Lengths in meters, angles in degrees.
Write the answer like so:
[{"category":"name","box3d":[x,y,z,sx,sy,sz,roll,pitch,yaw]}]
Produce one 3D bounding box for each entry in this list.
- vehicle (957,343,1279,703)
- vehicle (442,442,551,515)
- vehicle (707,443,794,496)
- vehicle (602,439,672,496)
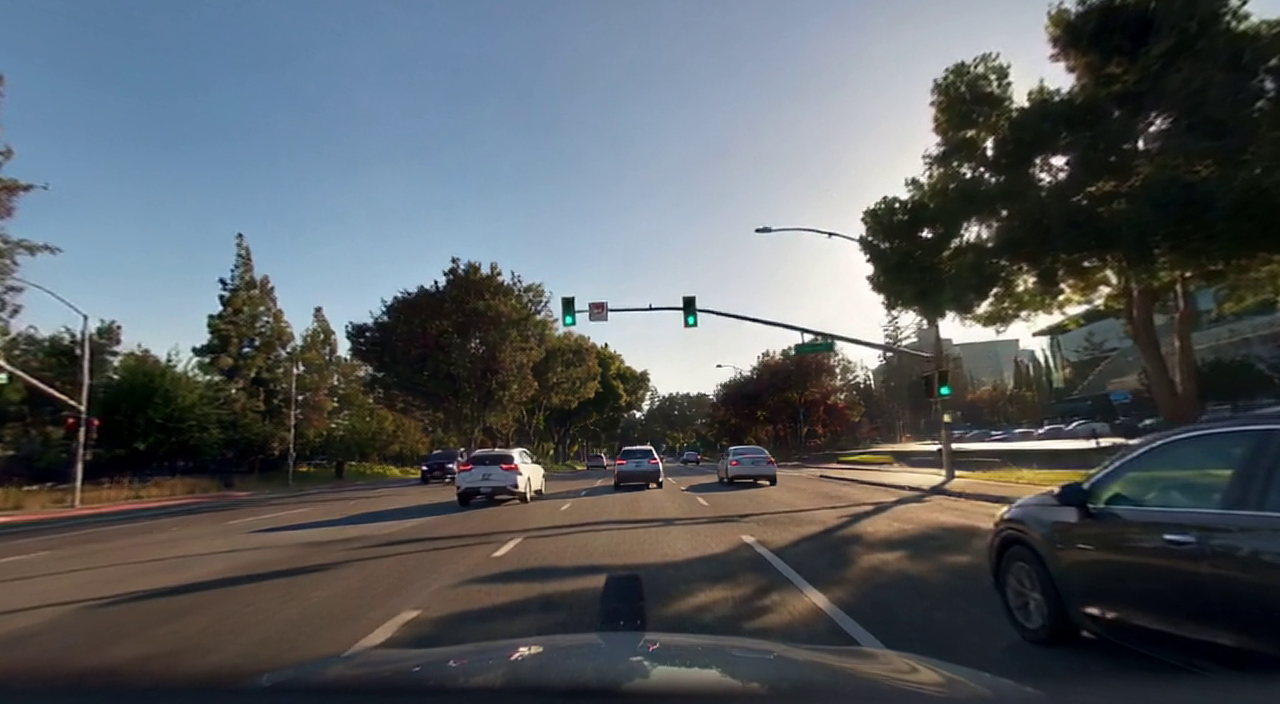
[{"category":"vehicle","box3d":[3.283,0.763,2.030,2.069,1.644,4.714,-1,-8,0]},{"category":"vehicle","box3d":[-3.528,3.154,16.311,1.823,1.602,4.061,-1,-8,0]},{"category":"vehicle","box3d":[3.497,3.794,20.843,2.068,1.541,4.041,0,-8,-1]},{"category":"vehicle","box3d":[-0.088,3.873,21.619,2.150,1.725,4.096,-1,-8,0]}]
